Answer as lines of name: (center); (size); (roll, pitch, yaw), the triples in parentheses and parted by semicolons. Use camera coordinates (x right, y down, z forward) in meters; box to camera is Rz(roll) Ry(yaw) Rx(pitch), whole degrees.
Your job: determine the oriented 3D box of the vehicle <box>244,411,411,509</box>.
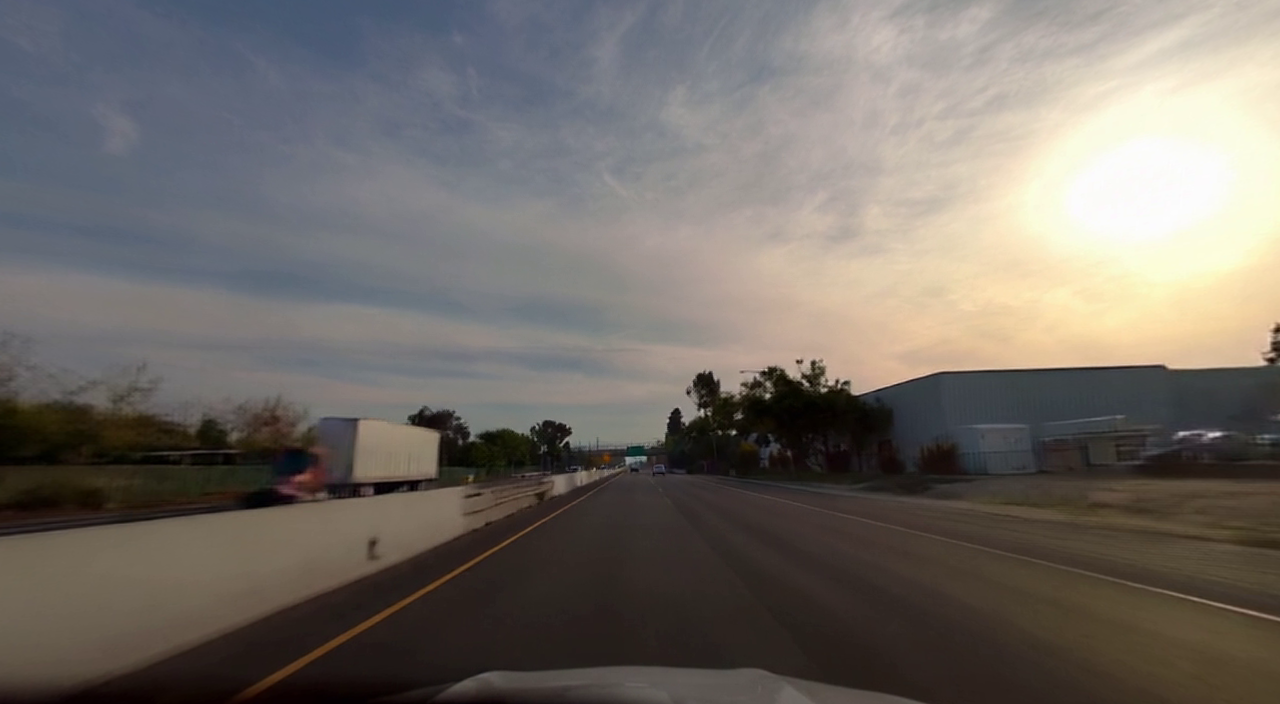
vehicle: (-13.499, 4.914, 28.451); (2.924, 3.672, 8.913); (1, -10, -1)
